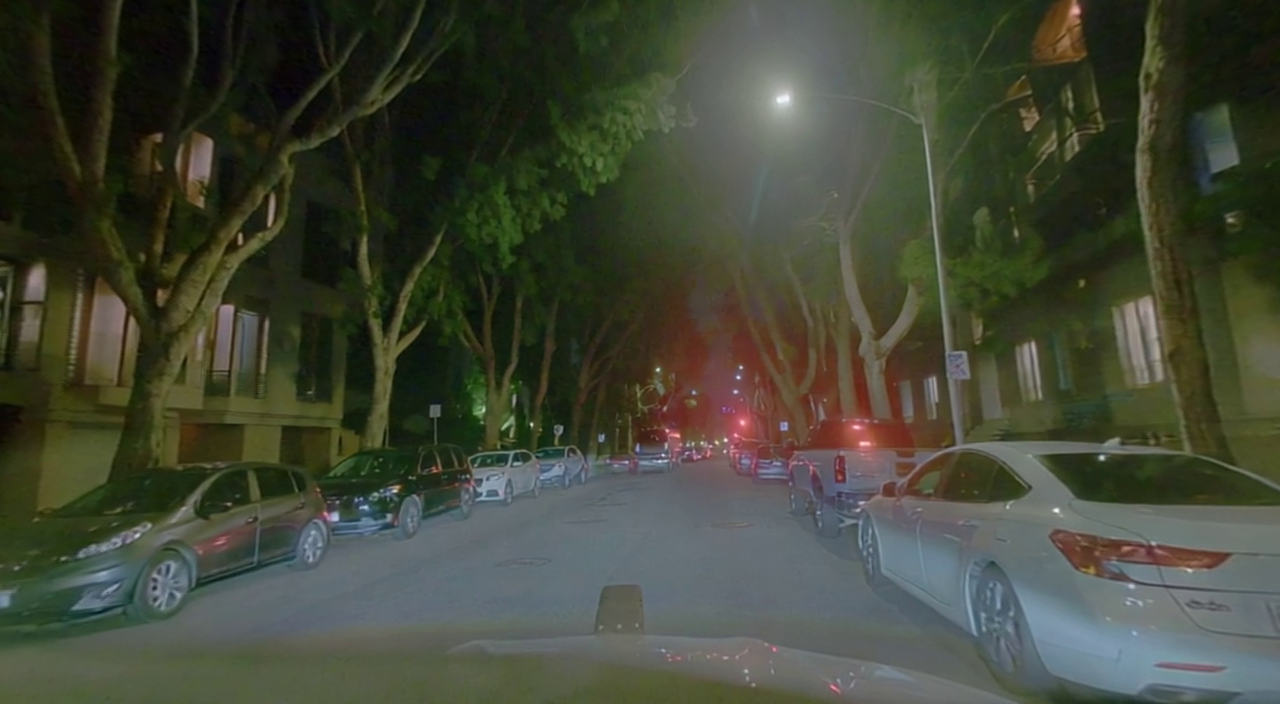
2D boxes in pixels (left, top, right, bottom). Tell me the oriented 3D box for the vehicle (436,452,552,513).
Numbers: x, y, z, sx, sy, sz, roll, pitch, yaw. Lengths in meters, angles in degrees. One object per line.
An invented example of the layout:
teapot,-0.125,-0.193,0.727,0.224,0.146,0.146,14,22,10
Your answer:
vehicle,-4.114,3.743,18.677,1.861,1.474,4.749,-1,-8,6

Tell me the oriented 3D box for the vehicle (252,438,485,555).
vehicle,-4.904,2.644,12.496,2.203,1.815,4.972,-1,-8,3

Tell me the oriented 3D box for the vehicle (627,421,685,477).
vehicle,1.078,5.553,36.280,2.716,2.887,6.781,-1,-9,6

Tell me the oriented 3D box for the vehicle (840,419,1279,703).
vehicle,3.098,1.328,4.758,1.992,1.456,4.610,-1,-8,4

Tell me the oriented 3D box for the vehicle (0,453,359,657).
vehicle,-5.291,1.948,7.238,1.855,1.510,4.406,-1,-8,4
